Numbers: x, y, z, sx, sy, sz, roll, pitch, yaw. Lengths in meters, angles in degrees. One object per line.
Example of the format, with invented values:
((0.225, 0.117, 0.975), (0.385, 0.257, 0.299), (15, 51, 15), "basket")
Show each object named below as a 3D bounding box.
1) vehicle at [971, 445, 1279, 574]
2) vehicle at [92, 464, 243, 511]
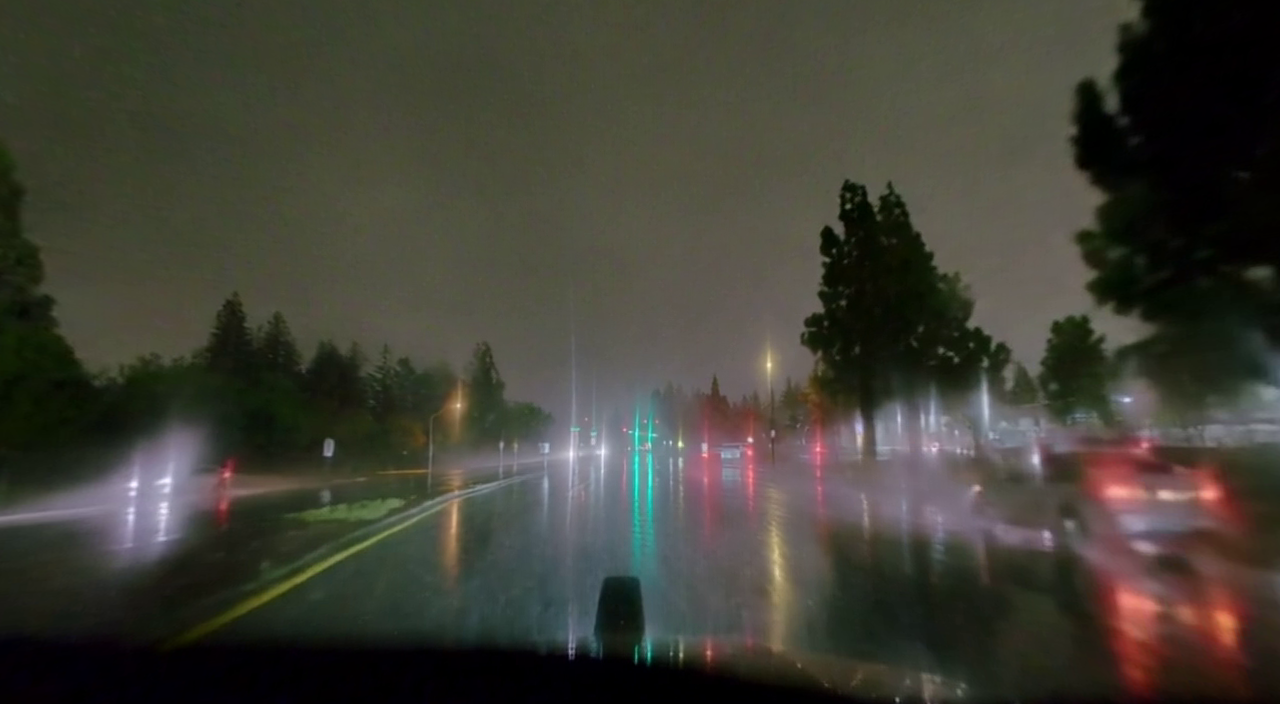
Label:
((7.271, 2.168, 9.584), (1.961, 1.465, 4.468), (0, -9, -2), "vehicle")
((-17.626, 5.046, 23.964), (1.961, 1.437, 4.867), (0, -9, 0), "vehicle")
